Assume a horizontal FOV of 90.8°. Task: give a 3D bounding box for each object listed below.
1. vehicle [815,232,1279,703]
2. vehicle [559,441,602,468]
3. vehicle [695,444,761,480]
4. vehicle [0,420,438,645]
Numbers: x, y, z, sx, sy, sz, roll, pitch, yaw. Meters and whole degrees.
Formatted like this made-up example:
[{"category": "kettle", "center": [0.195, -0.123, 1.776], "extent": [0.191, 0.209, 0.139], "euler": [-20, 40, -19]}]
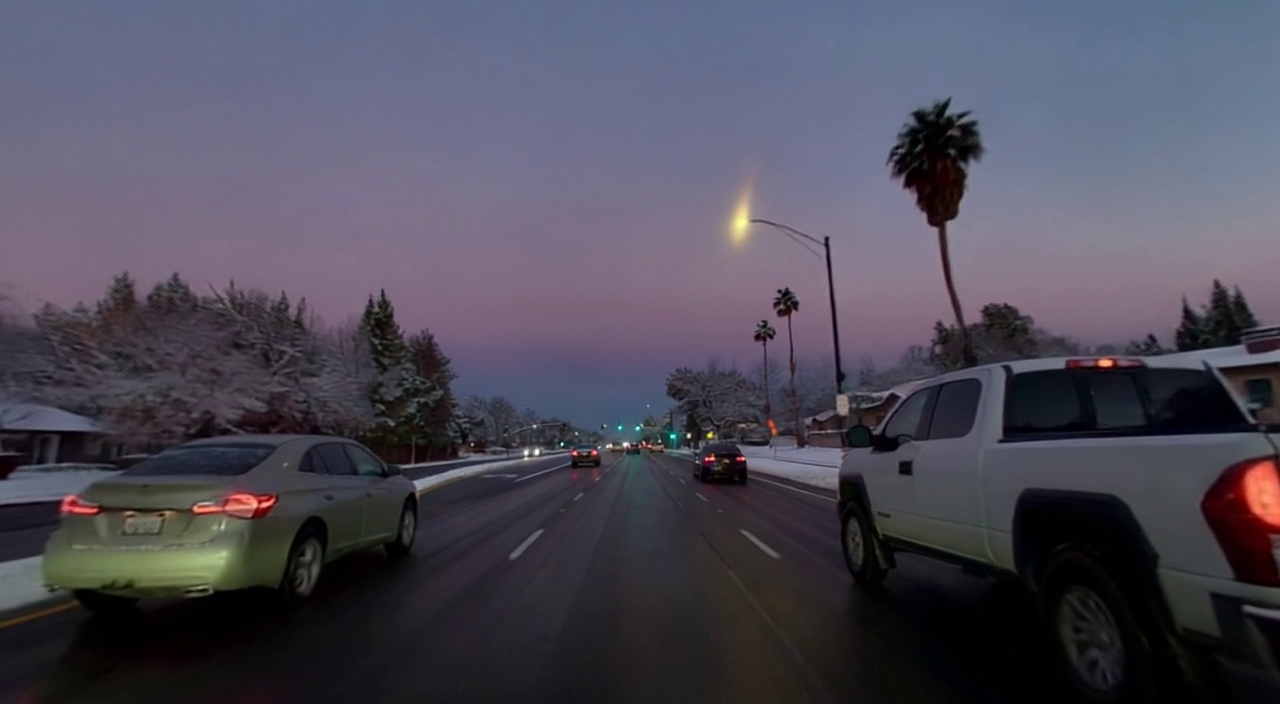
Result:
[{"category": "vehicle", "center": [3.363, 1.011, 4.687], "extent": [2.478, 2.030, 5.723], "euler": [0, -8, 0]}, {"category": "vehicle", "center": [-3.581, 6.328, 39.058], "extent": [2.263, 1.548, 4.555], "euler": [0, -8, 0]}, {"category": "vehicle", "center": [3.769, 4.795, 27.835], "extent": [2.149, 1.421, 4.805], "euler": [0, -8, -1]}, {"category": "vehicle", "center": [-3.794, 1.542, 6.505], "extent": [2.094, 1.509, 4.286], "euler": [0, -8, -1]}]
